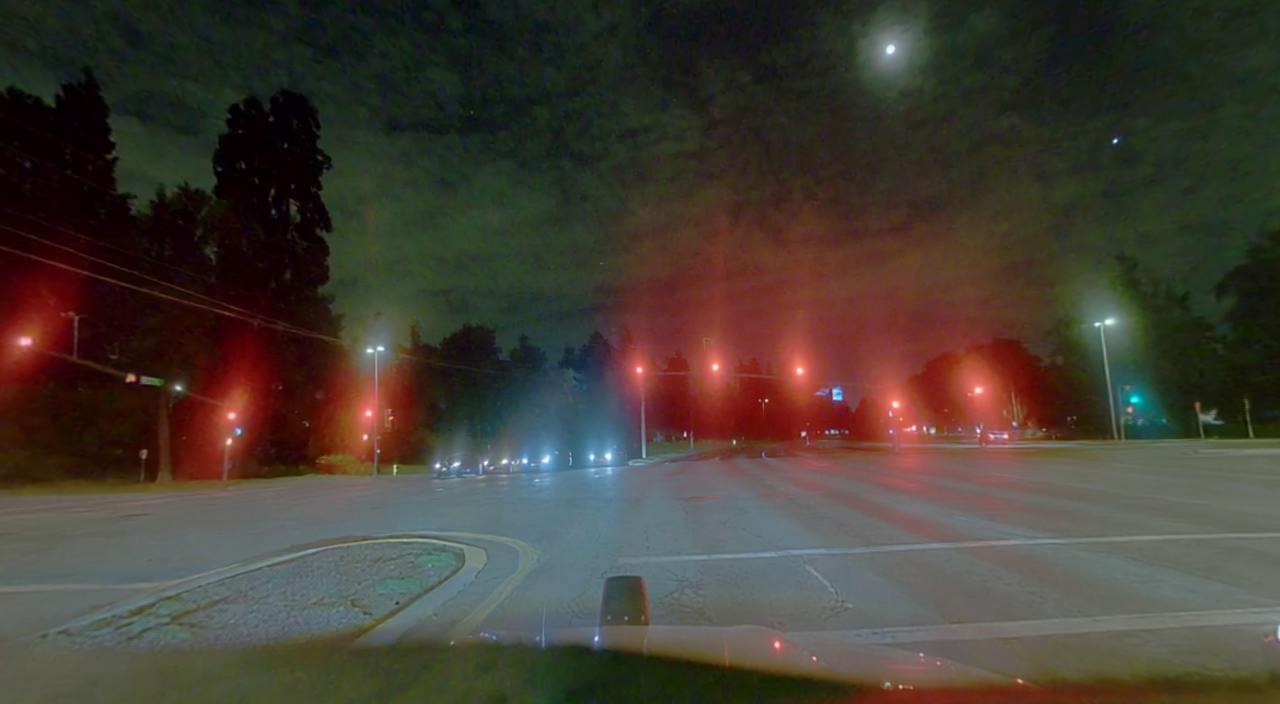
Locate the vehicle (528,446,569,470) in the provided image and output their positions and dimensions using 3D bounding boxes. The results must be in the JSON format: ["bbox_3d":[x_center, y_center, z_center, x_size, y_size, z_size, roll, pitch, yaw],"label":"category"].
[{"bbox_3d":[-6.552,7.603,45.491,2.126,1.657,4.307,-1,-9,3],"label":"vehicle"}]

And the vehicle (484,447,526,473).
[{"bbox_3d":[-9.777,7.842,45.963,2.064,1.725,4.243,0,-9,1],"label":"vehicle"}]

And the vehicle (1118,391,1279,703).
[{"bbox_3d":[3.060,0.616,0.416,1.978,1.468,4.544,0,-9,1],"label":"vehicle"}]

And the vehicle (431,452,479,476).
[{"bbox_3d":[-13.405,8.120,45.984,2.101,1.637,4.304,0,-9,2],"label":"vehicle"}]
